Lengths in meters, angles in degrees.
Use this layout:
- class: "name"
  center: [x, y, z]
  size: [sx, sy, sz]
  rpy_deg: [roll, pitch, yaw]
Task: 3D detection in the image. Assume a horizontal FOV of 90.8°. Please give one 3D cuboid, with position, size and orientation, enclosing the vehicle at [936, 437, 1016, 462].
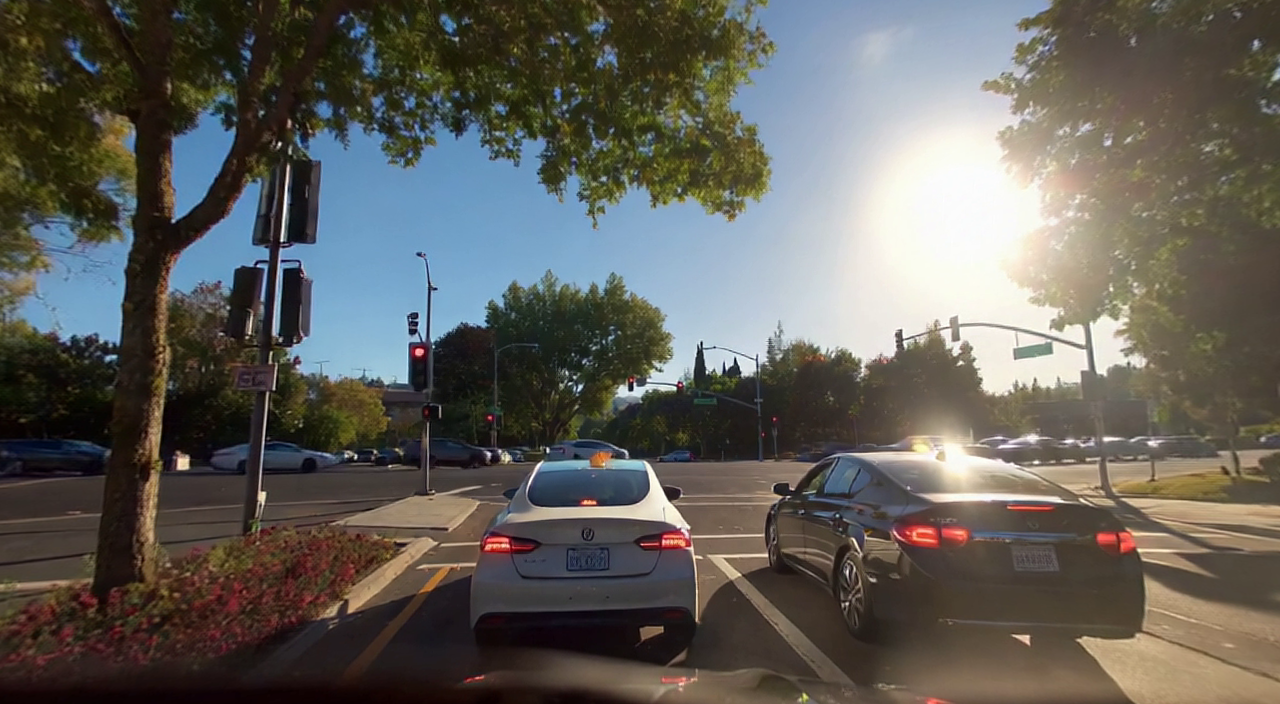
- class: "vehicle"
  center: [22.193, 6.427, 41.792]
  size: [4.481, 1.561, 2.001]
  rpy_deg: [3, -9, -18]

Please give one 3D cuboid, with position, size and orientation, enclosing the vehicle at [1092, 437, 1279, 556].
- class: "vehicle"
  center: [9.240, 2.088, 9.129]
  size: [1.993, 1.505, 4.721]
  rpy_deg: [5, -9, 0]

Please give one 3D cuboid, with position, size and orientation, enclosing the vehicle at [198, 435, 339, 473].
- class: "vehicle"
  center: [-15.595, 4.316, 26.895]
  size: [4.849, 1.476, 1.935]
  rpy_deg: [3, -9, -22]

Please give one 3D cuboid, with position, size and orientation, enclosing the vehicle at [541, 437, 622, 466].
- class: "vehicle"
  center: [-3.253, 5.606, 35.678]
  size: [1.896, 1.544, 4.331]
  rpy_deg: [-8, -12, 44]

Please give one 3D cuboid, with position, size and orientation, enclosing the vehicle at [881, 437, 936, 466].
- class: "vehicle"
  center: [14.813, 5.513, 35.097]
  size: [1.962, 1.468, 4.516]
  rpy_deg: [-2, -9, 12]

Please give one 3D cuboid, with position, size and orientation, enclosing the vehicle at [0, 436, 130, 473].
- class: "vehicle"
  center: [-24.618, 4.283, 26.427]
  size: [4.580, 1.472, 1.891]
  rpy_deg: [3, -9, -16]

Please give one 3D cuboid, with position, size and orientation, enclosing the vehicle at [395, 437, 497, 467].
- class: "vehicle"
  center: [-10.485, 5.428, 34.383]
  size: [4.912, 1.485, 1.922]
  rpy_deg: [8, -11, -41]
